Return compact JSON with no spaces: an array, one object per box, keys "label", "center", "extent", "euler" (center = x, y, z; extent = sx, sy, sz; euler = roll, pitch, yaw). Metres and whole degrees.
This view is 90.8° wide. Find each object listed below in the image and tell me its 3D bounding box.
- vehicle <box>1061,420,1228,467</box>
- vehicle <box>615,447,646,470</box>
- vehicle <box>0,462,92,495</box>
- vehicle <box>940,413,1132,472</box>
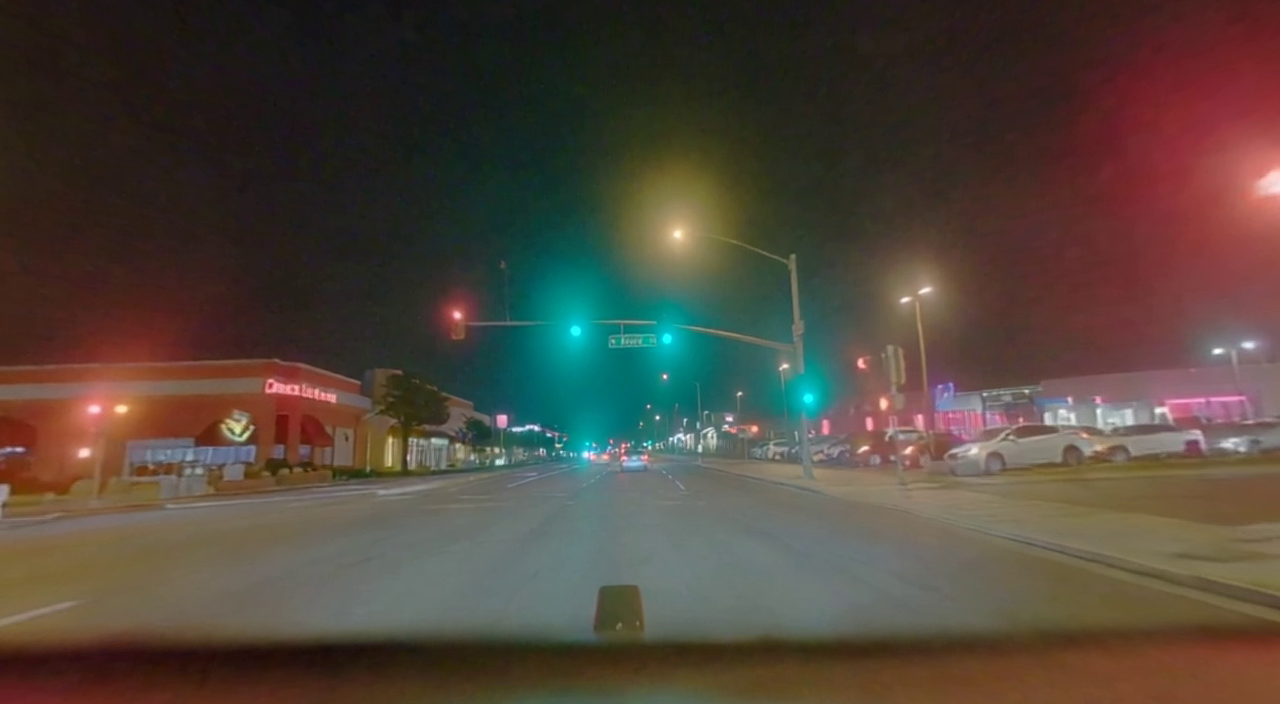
[{"label":"vehicle","center":[18.632,3.414,23.507],"extent":[4.586,1.623,1.861],"euler":[0,-9,-1]},{"label":"vehicle","center":[-0.637,7.037,41.903],"extent":[1.977,1.451,4.032],"euler":[0,-9,-1]},{"label":"vehicle","center":[-40.070,8.352,42.089],"extent":[2.004,1.945,5.069],"euler":[-2,-9,11]},{"label":"vehicle","center":[12.882,2.981,20.823],"extent":[4.852,1.805,2.155],"euler":[0,-9,-2]}]
